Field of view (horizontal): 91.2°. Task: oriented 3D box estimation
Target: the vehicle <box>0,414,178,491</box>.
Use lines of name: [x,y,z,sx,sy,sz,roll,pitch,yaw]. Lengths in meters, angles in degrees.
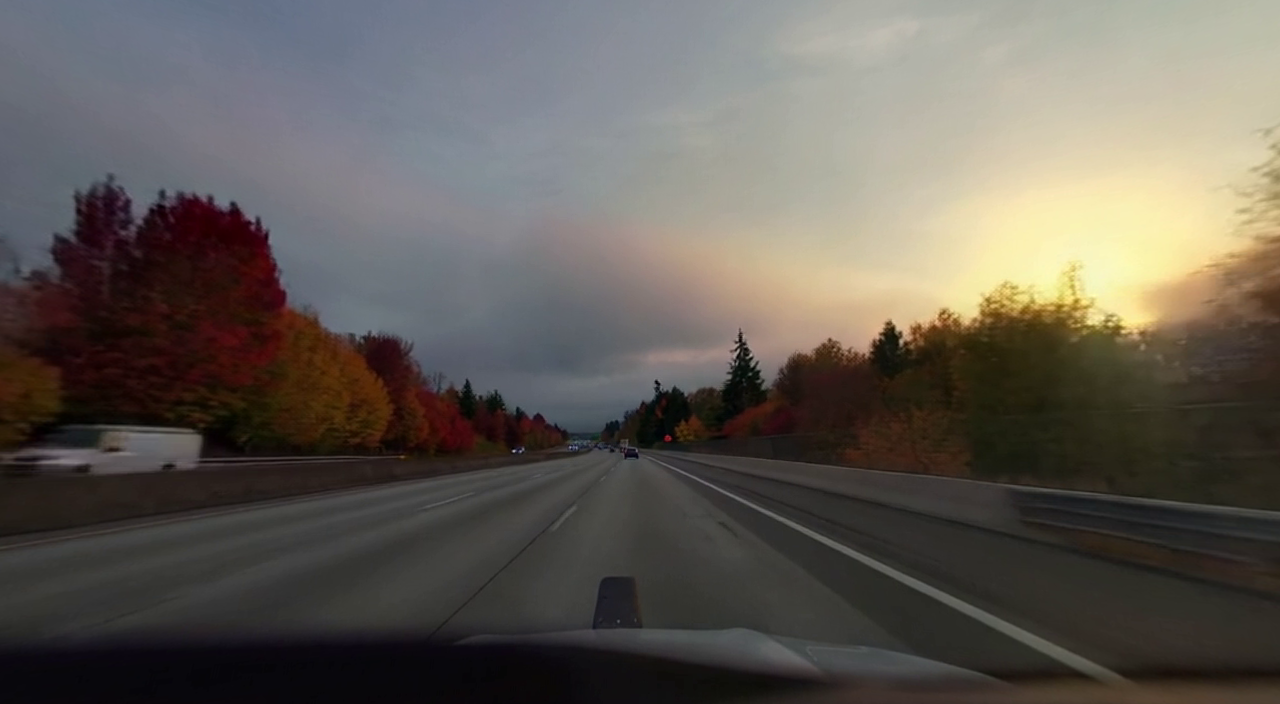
vehicle: [-19.691,3.425,21.493,2.454,2.194,6.881,0,-9,0]
